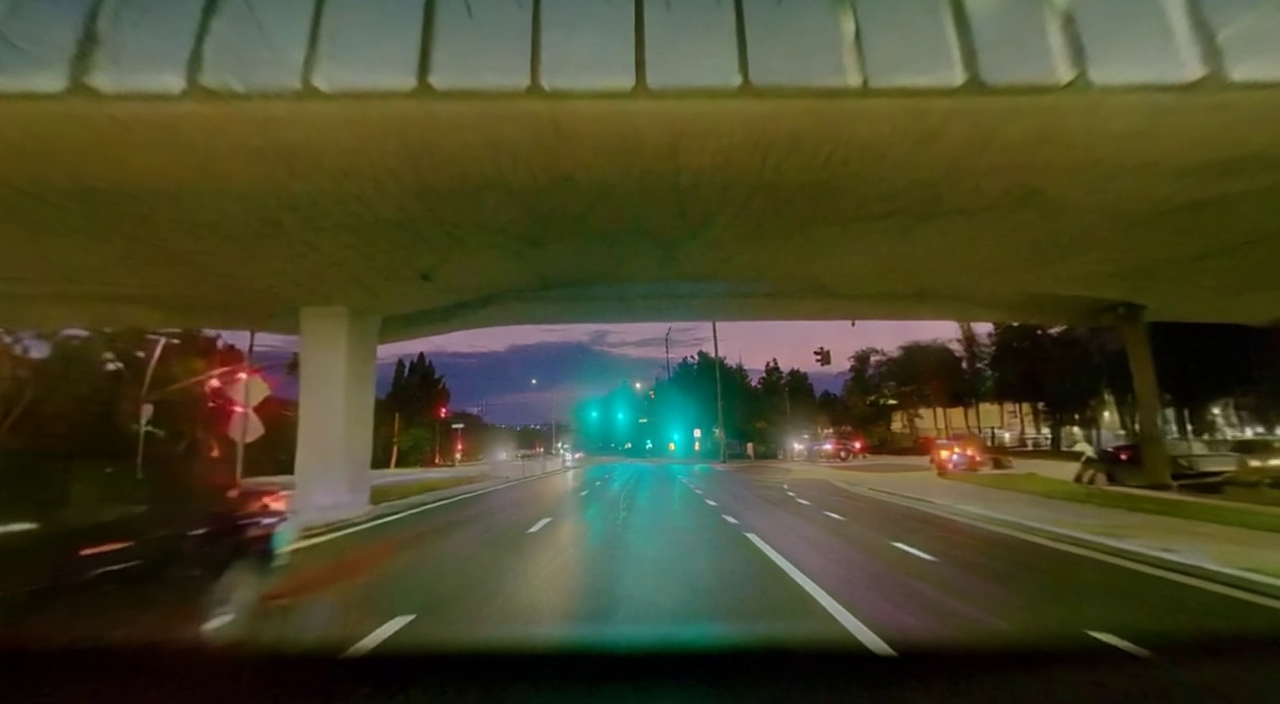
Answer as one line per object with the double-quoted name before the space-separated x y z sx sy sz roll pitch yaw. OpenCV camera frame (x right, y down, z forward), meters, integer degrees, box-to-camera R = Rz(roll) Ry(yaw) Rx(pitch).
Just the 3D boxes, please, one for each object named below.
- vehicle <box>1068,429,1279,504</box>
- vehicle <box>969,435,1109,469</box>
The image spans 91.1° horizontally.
"vehicle" 14.411 2.878 16.429 2.078 1.523 4.760 2 -6 -34
"vehicle" 17.295 4.352 27.380 4.647 1.421 2.050 -1 -8 2
